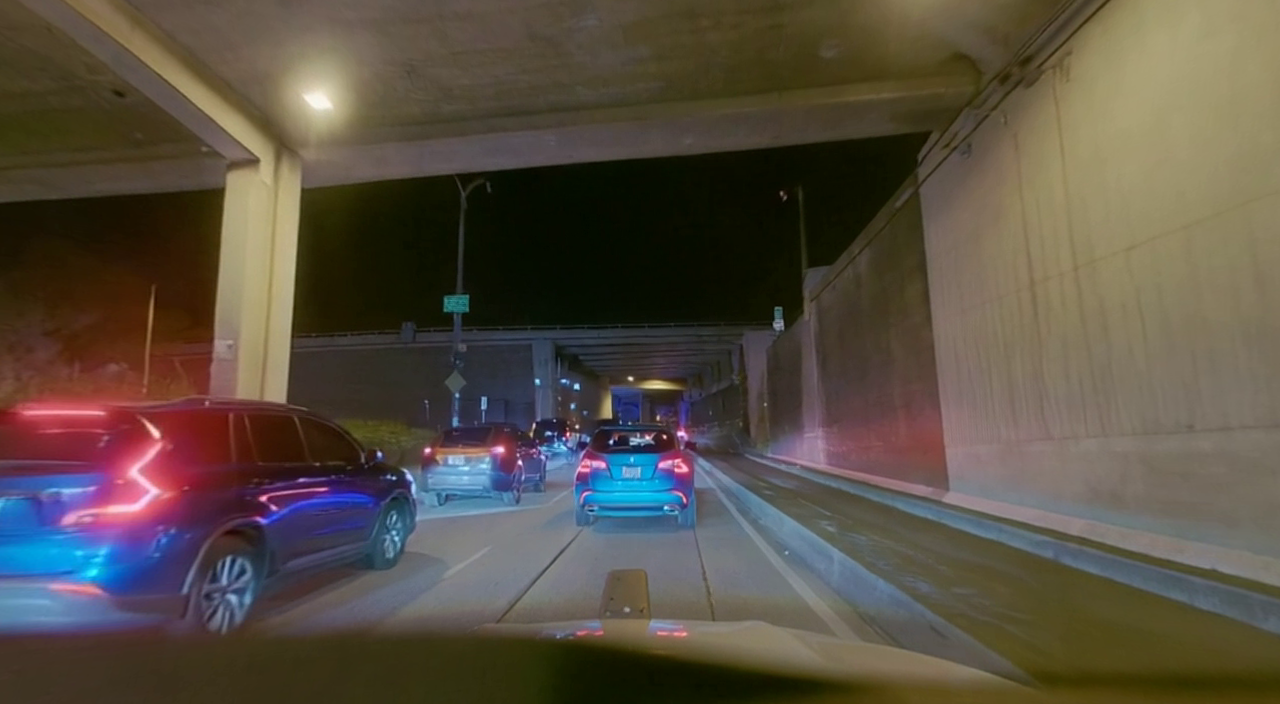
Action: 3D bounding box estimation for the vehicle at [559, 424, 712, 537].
[{"bbox_3d":[0.015,2.009,10.442,2.020,1.478,4.092,-1,-8,2],"label":"vehicle"}]

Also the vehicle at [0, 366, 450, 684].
[{"bbox_3d":[-3.536,1.292,5.864,2.017,1.761,4.572,0,-8,1],"label":"vehicle"}]

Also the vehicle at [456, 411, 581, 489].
[{"bbox_3d":[-3.330,2.886,18.753,2.329,1.948,5.800,-1,-8,3],"label":"vehicle"}]
